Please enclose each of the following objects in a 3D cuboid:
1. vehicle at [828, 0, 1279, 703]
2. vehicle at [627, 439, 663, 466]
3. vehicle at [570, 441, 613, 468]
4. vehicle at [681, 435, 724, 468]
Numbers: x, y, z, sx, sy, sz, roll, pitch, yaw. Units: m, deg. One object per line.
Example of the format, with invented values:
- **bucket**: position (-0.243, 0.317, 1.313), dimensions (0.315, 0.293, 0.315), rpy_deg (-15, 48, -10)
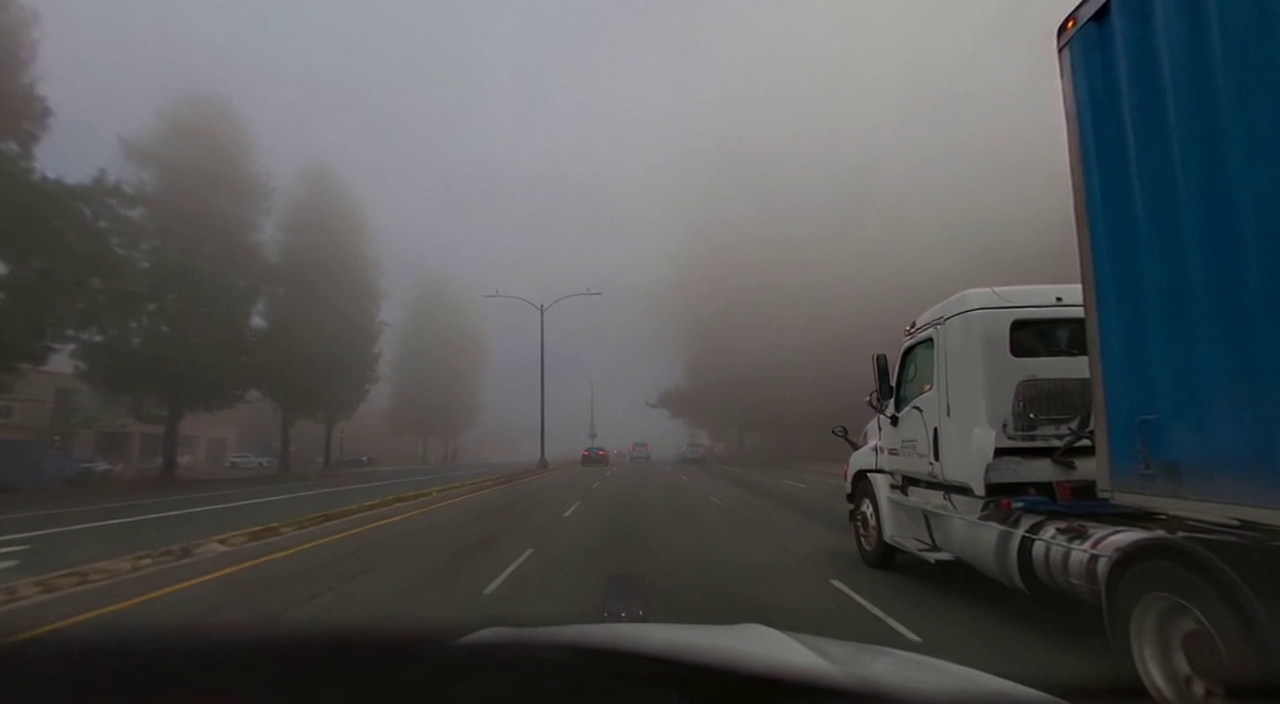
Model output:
- **vehicle**: position (3.692, -0.188, 3.165), dimensions (3.006, 3.679, 8.506), rpy_deg (-1, -8, 1)
- **vehicle**: position (0.338, 6.675, 41.921), dimensions (2.276, 1.704, 3.925), rpy_deg (0, -8, 0)
- **vehicle**: position (-2.919, 6.330, 38.977), dimensions (2.211, 1.537, 4.666), rpy_deg (0, -8, 1)
- **vehicle**: position (3.839, 6.188, 39.487), dimensions (2.196, 1.908, 4.412), rpy_deg (0, -8, -1)
